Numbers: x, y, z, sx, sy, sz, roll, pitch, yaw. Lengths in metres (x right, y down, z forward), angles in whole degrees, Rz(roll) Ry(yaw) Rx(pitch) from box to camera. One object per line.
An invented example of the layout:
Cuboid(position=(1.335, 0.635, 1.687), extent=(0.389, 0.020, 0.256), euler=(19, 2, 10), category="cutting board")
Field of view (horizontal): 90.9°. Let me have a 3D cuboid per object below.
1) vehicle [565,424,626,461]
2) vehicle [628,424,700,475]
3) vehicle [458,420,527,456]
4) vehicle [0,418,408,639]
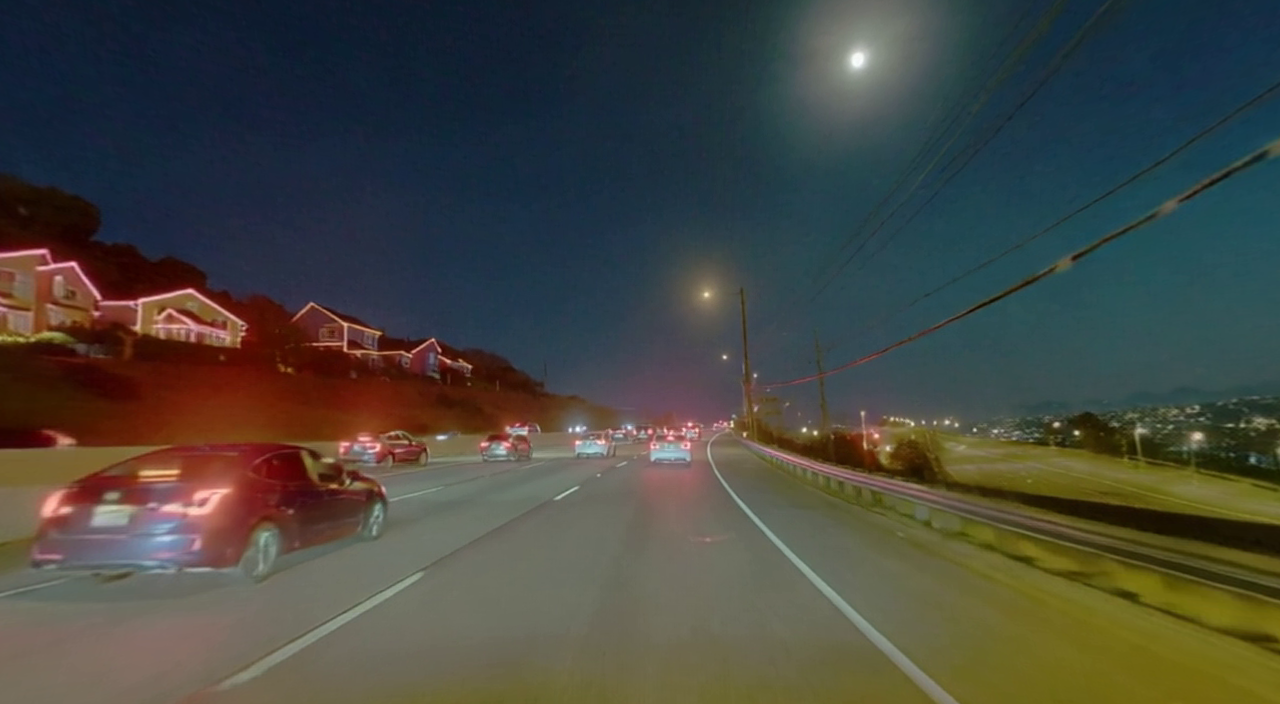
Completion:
Cuboid(position=(-2.034, 4.354, 30.308), extent=(2.121, 1.639, 4.383), euler=(-1, -8, 7), category="vehicle")
Cuboid(position=(0.838, 3.164, 20.544), extent=(2.109, 1.495, 3.935), euler=(-1, -8, 4), category="vehicle")
Cuboid(position=(-8.175, 4.855, 35.400), extent=(2.080, 1.833, 4.461), euler=(-2, -8, 10), category="vehicle")
Cuboid(position=(-4.454, 1.552, 6.746), extent=(1.956, 1.478, 4.789), euler=(-1, -8, 2), category="vehicle")
